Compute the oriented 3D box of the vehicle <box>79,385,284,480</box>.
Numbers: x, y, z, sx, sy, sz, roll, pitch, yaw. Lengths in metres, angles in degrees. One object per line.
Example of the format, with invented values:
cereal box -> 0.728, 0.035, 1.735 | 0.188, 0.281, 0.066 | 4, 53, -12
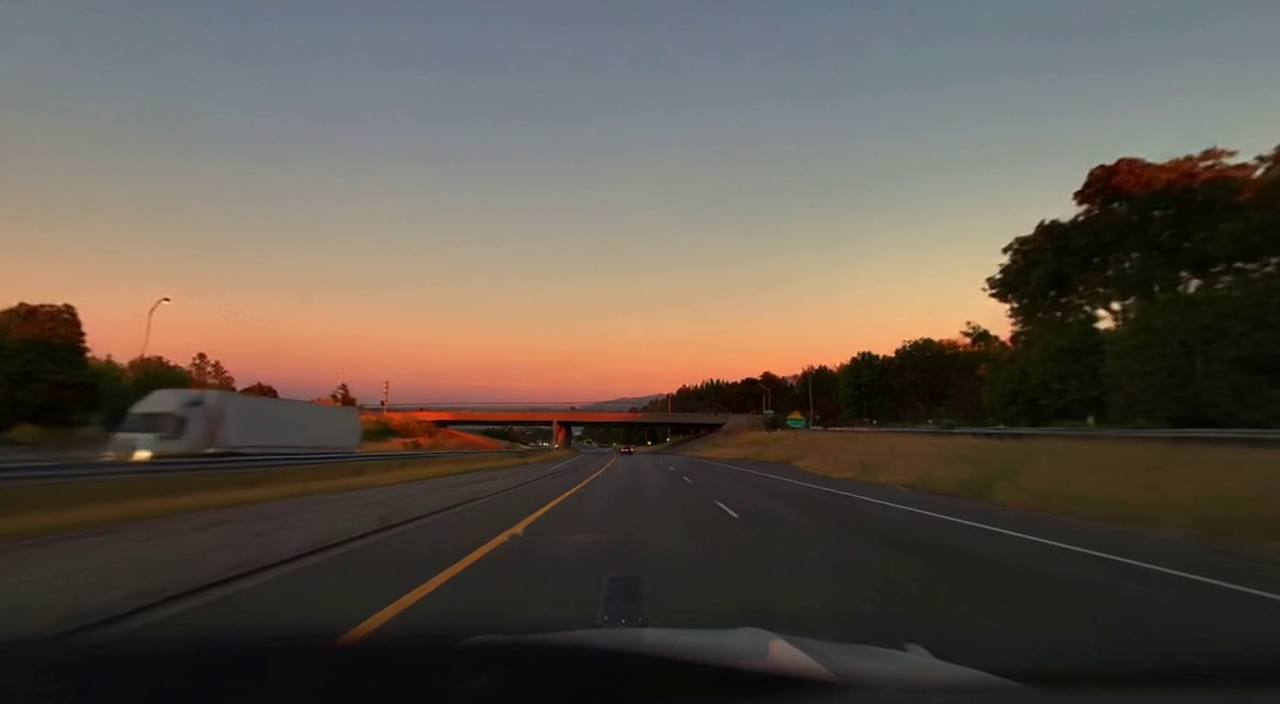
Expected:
vehicle -> -21.996, 4.050, 31.227 | 3.659, 4.028, 8.491 | 0, -8, 0
